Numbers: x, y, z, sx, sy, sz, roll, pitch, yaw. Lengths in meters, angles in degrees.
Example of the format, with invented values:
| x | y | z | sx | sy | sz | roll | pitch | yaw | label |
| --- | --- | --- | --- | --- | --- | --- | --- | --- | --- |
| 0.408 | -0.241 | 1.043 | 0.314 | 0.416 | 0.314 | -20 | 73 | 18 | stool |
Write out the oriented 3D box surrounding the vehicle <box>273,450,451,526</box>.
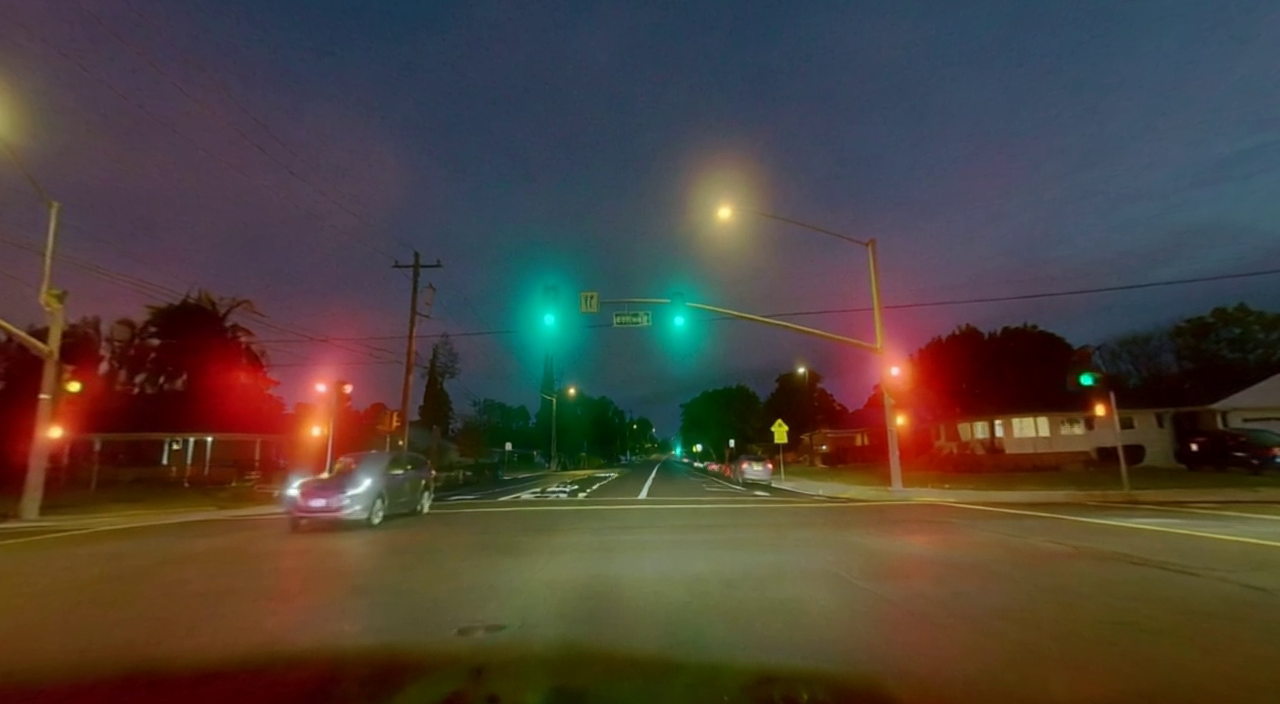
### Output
| x | y | z | sx | sy | sz | roll | pitch | yaw | label |
| --- | --- | --- | --- | --- | --- | --- | --- | --- | --- |
| -6.846 | 3.377 | 16.380 | 2.270 | 1.605 | 4.958 | 0 | -8 | 1 | vehicle |

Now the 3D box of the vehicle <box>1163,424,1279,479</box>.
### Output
| x | y | z | sx | sy | sz | roll | pitch | yaw | label |
| --- | --- | --- | --- | --- | --- | --- | --- | --- | --- |
| 22.620 | 3.691 | 23.624 | 1.964 | 1.858 | 4.881 | 0 | -8 | 2 | vehicle |

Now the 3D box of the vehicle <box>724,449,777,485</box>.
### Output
| x | y | z | sx | sy | sz | roll | pitch | yaw | label |
| --- | --- | --- | --- | --- | --- | --- | --- | --- | --- |
| 5.487 | 5.746 | 31.922 | 1.891 | 1.611 | 4.269 | 0 | -8 | 0 | vehicle |
